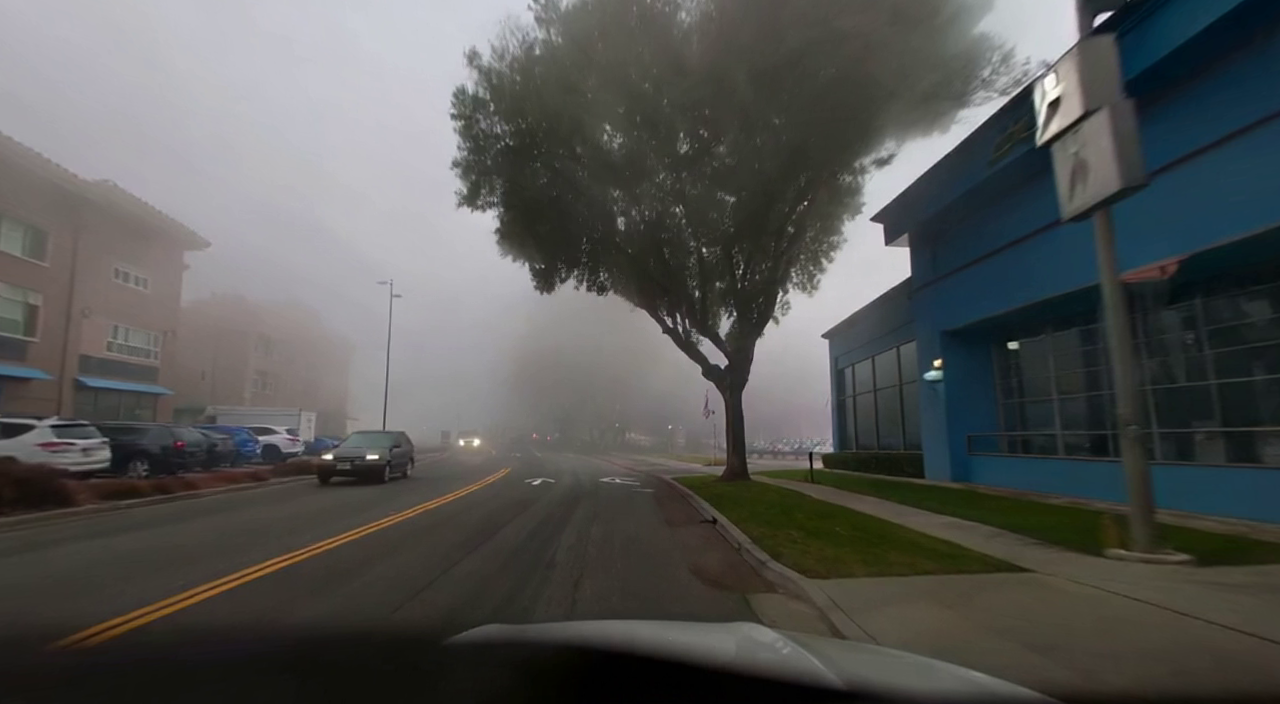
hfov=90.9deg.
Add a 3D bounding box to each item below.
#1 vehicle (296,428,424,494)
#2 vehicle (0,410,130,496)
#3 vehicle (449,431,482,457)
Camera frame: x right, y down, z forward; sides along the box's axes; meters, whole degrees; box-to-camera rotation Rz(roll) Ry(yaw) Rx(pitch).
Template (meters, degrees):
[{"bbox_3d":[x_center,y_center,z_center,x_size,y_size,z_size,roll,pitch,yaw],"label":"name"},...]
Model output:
[{"bbox_3d":[-7.602,2.969,17.619,1.963,1.589,4.212,1,-8,-5],"label":"vehicle"},{"bbox_3d":[-14.264,2.210,13.923,4.110,1.758,1.853,1,-8,-10],"label":"vehicle"},{"bbox_3d":[-13.260,7.032,48.114,2.026,1.882,4.277,1,-8,-11],"label":"vehicle"}]
